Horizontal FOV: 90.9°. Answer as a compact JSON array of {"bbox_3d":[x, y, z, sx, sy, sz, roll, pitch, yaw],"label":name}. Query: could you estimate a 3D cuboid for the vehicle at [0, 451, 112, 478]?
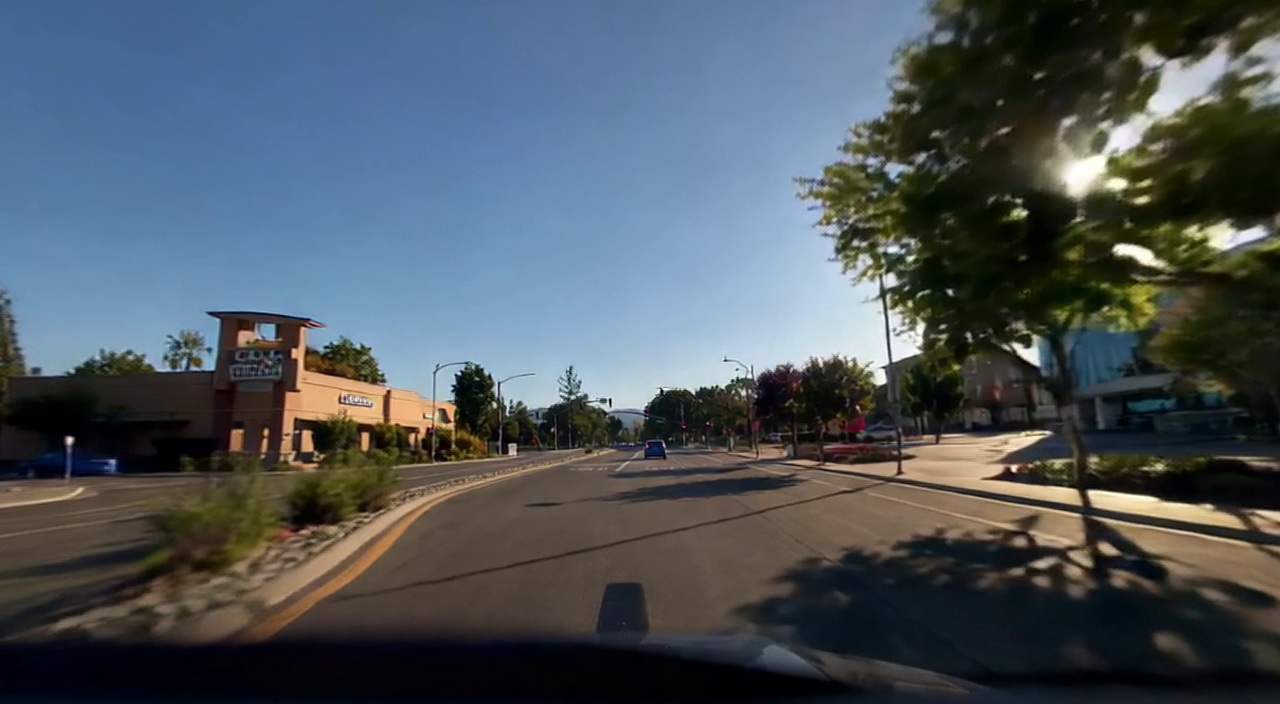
[{"bbox_3d":[-32.696,6.296,35.346,4.438,1.440,1.782,0,-8,-2],"label":"vehicle"}]
